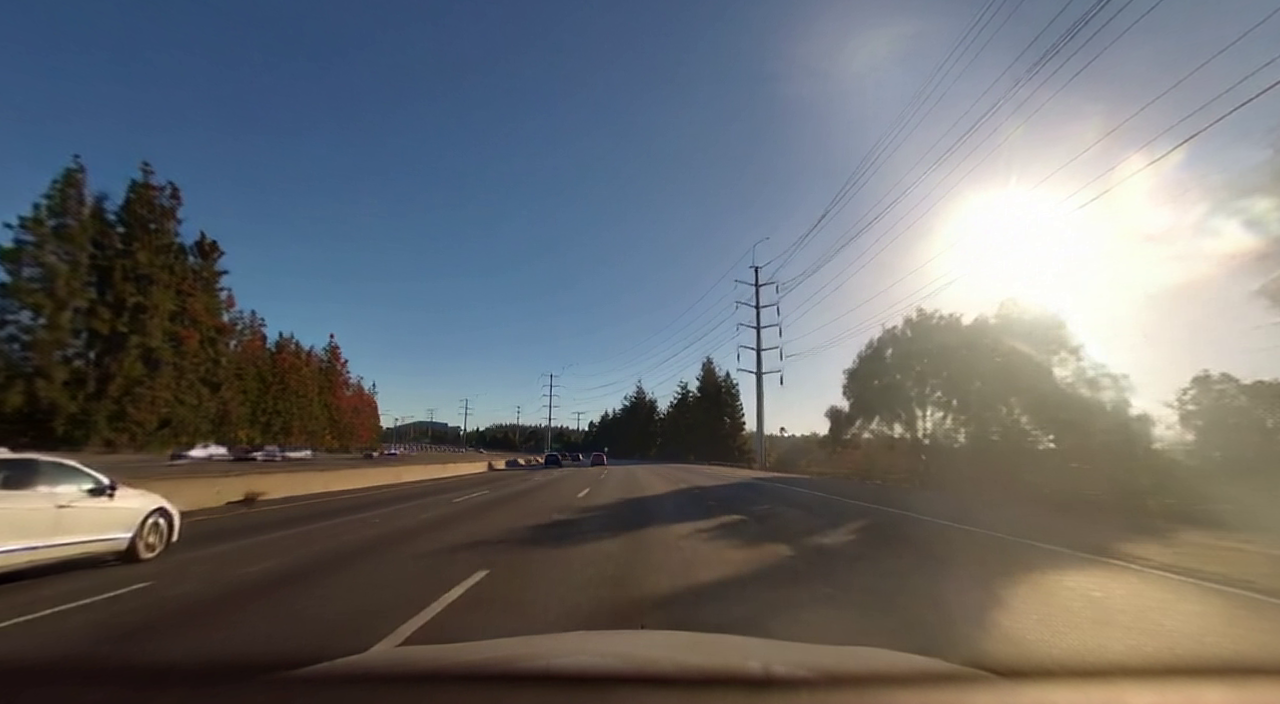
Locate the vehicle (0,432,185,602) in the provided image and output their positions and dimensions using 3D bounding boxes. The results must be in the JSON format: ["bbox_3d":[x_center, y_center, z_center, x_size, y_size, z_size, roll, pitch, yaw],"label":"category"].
[{"bbox_3d":[-6.832,1.521,5.860,1.999,1.527,4.238,0,-9,0],"label":"vehicle"}]

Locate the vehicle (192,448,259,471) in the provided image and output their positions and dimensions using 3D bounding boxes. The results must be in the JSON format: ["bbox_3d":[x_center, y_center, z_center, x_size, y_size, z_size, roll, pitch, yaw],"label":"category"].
[{"bbox_3d":[-28.805,7.456,43.893,1.785,1.529,4.337,0,-9,-2],"label":"vehicle"}]
